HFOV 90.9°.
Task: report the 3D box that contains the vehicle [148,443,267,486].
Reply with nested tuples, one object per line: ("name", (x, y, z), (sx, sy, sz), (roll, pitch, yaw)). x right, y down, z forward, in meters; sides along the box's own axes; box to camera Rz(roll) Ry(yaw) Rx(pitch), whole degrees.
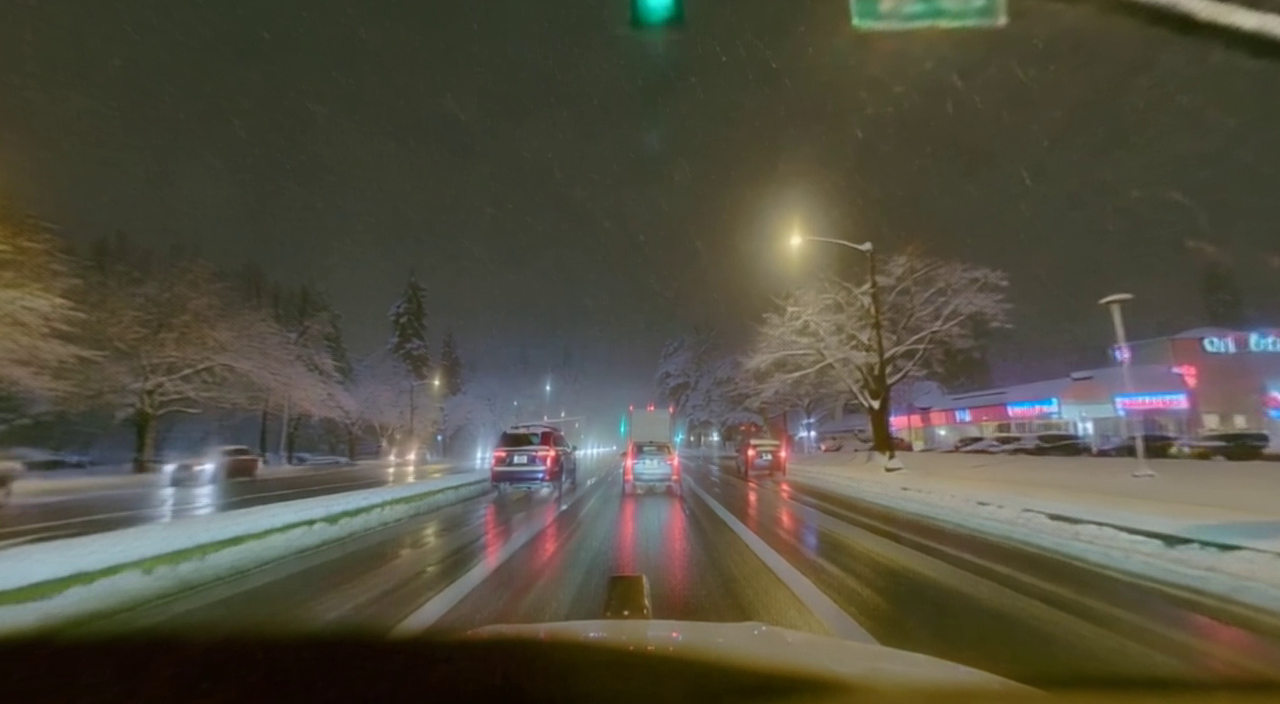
("vehicle", (-18.560, 4.812, 27.344), (1.945, 1.666, 4.478), (0, -8, 0))

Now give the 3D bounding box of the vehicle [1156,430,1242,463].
("vehicle", (28.481, 4.792, 32.099), (4.207, 1.443, 1.889), (3, -9, -30))

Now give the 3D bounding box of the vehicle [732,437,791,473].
("vehicle", (5.525, 4.728, 29.117), (1.900, 1.507, 4.151), (0, -8, 0))

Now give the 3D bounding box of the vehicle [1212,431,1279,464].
("vehicle", (28.438, 4.393, 29.071), (3.873, 1.429, 1.765), (5, -10, -30))

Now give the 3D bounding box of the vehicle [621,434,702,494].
("vehicle", (0.563, 3.131, 18.002), (2.061, 1.494, 4.079), (0, -8, 1))

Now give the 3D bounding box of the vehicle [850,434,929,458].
("vehicle", (16.368, 6.186, 41.517), (4.323, 1.496, 1.937), (0, -8, -1))

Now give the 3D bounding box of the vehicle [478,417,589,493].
("vehicle", (-2.962, 3.041, 18.900), (2.289, 1.935, 5.227), (0, -8, 1))

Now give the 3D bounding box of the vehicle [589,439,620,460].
("vehicle", (-2.581, 7.204, 46.625), (1.902, 1.522, 3.523), (-1, -8, 3))

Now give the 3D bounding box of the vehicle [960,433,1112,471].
("vehicle", (15.605, 3.952, 25.006), (4.756, 1.422, 1.831), (0, -8, -1))

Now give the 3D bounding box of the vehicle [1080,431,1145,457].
("vehicle", (28.871, 5.611, 38.485), (3.799, 1.541, 1.747), (5, -10, -31))
